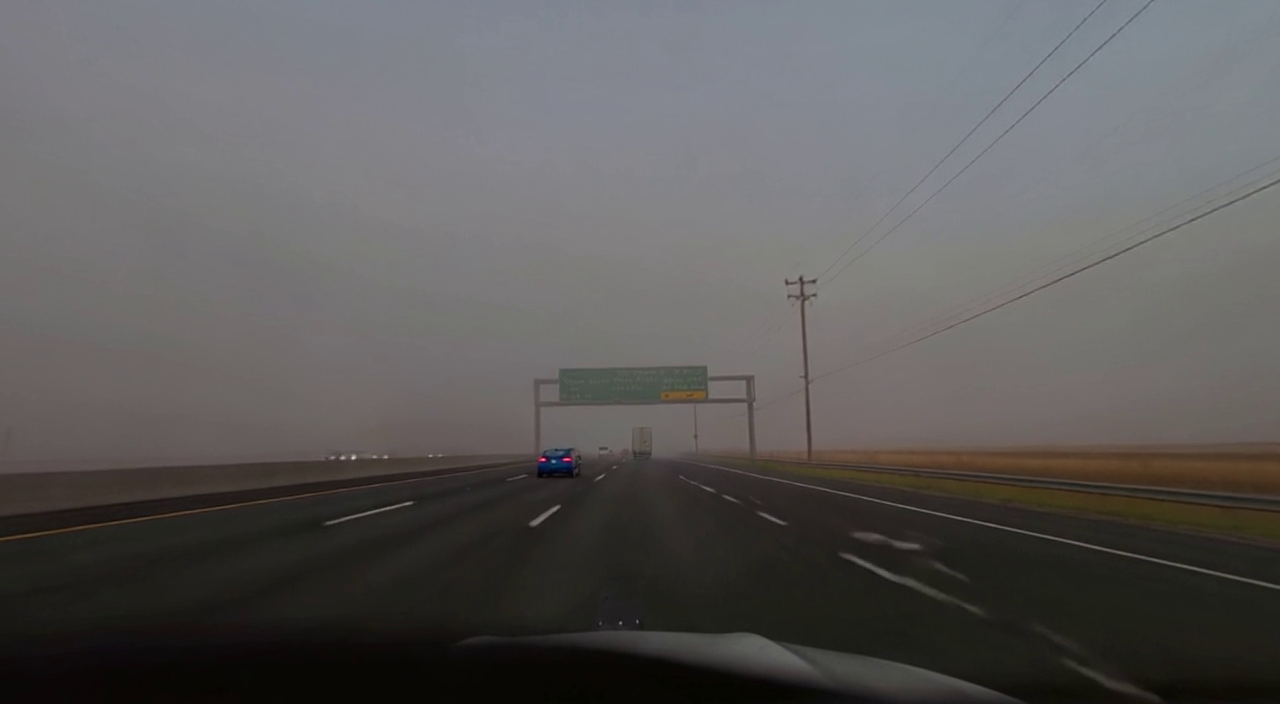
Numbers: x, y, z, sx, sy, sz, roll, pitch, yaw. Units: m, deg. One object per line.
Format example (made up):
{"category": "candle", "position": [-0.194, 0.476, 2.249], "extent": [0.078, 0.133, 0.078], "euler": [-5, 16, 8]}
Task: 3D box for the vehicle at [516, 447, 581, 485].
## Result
{"category": "vehicle", "position": [-3.868, 4.921, 27.534], "extent": [2.104, 1.501, 4.459], "euler": [0, -9, 1]}
